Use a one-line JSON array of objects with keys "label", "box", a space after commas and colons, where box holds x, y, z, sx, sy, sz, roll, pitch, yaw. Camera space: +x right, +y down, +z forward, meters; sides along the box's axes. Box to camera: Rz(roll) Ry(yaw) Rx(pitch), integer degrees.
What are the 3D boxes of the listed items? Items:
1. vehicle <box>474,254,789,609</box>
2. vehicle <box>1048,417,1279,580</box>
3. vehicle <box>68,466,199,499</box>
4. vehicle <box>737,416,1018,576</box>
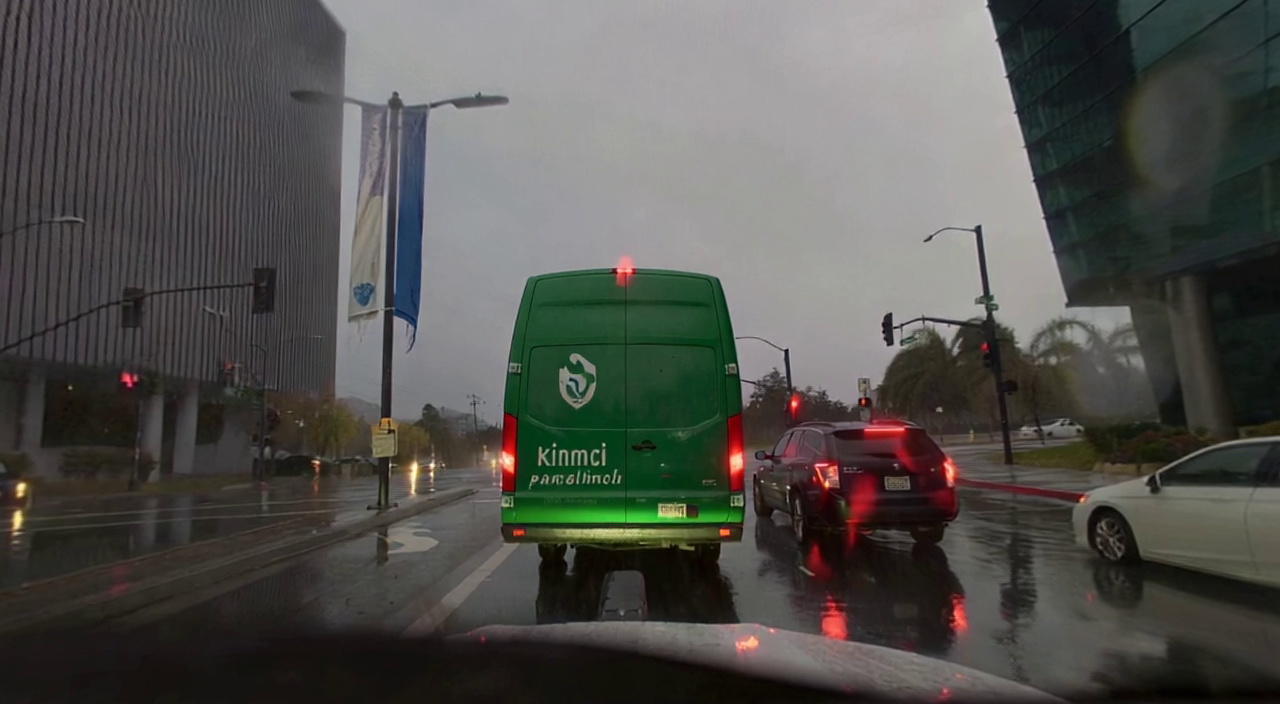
[{"label": "vehicle", "box": [-0.030, 1.165, 9.080, 2.613, 3.035, 7.342, 0, -8, 1]}, {"label": "vehicle", "box": [7.530, 1.587, 7.013, 1.963, 1.669, 4.678, 3, -9, -20]}, {"label": "vehicle", "box": [-26.206, 6.752, 32.880, 4.888, 1.481, 1.873, 2, -9, -16]}, {"label": "vehicle", "box": [2.880, 1.867, 9.050, 2.183, 1.676, 4.506, 0, -8, -1]}]
